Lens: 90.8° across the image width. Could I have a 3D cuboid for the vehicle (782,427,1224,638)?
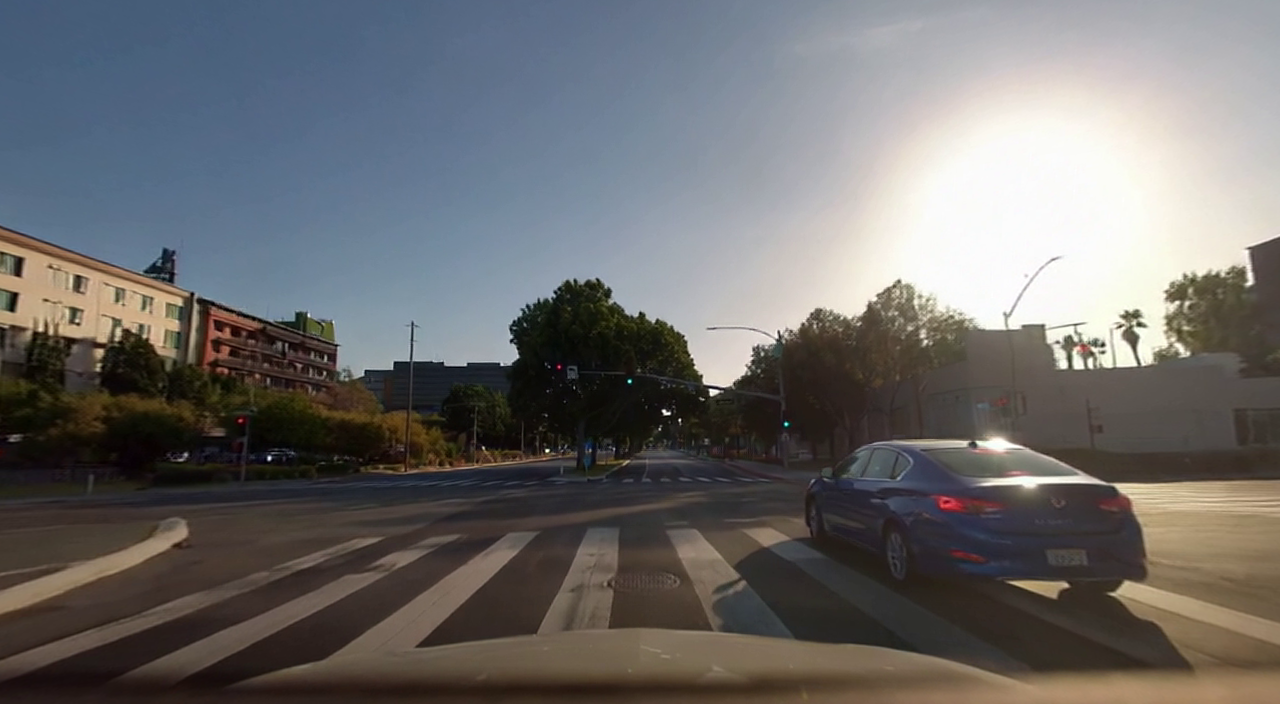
[{"bbox_3d":[3.240,1.691,7.125,2.089,1.539,4.767,0,-8,-1],"label":"vehicle"}]
